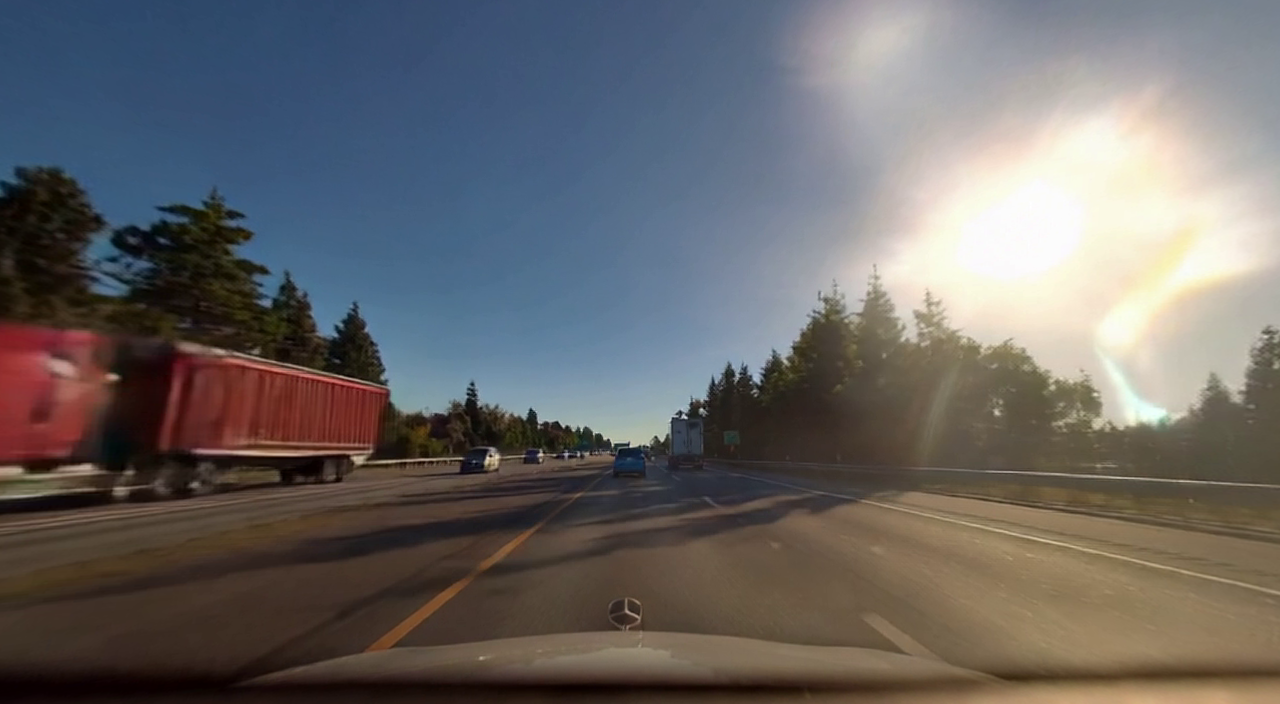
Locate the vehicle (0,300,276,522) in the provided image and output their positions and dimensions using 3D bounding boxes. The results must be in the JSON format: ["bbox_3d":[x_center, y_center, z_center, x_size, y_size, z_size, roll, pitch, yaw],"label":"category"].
[{"bbox_3d":[-12.991,1.671,15.516,3.019,4.044,8.230,0,-9,0],"label":"vehicle"}]

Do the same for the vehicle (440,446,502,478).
[{"bbox_3d":[-8.868,5.804,33.434,1.961,1.521,4.766,0,-9,0],"label":"vehicle"}]

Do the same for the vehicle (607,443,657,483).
[{"bbox_3d":[-0.393,5.178,29.625,2.190,1.706,4.062,0,-9,-1],"label":"vehicle"}]
